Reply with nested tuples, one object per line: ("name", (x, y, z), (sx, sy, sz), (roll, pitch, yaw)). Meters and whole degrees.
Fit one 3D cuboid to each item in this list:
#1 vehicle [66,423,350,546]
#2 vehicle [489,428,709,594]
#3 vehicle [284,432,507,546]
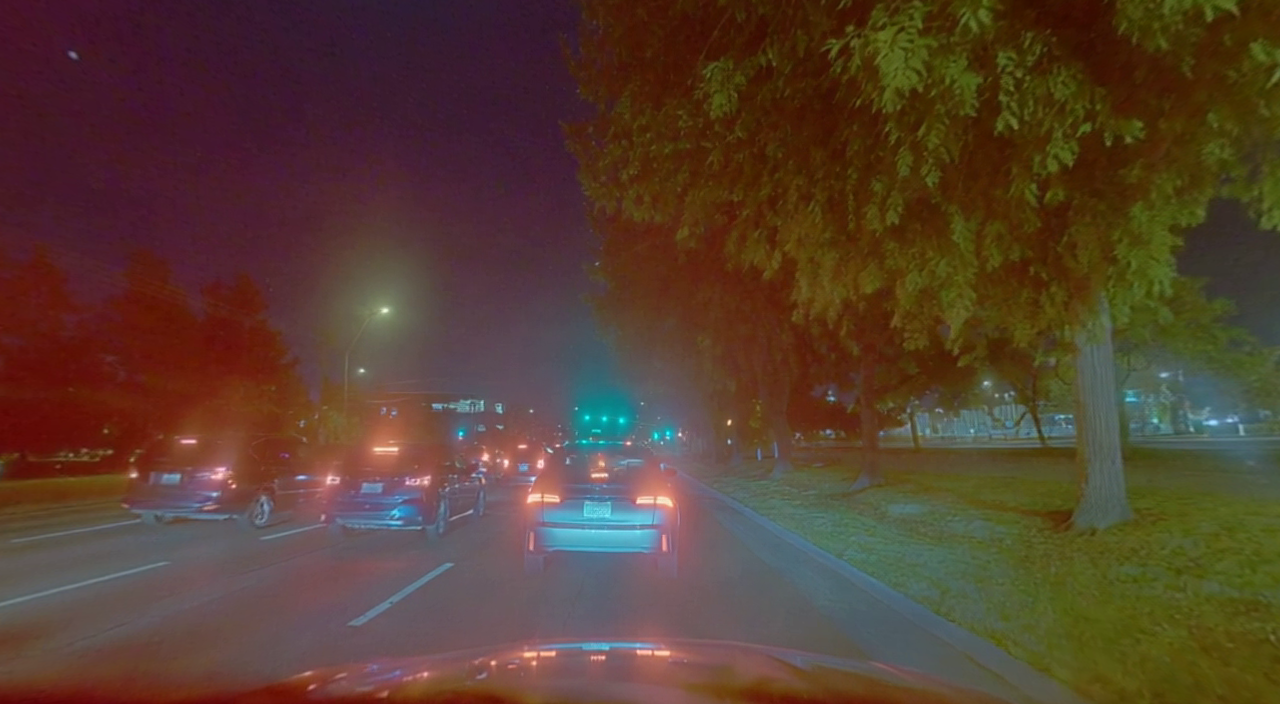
("vehicle", (-7.340, 2.268, 11.460), (2.068, 1.784, 4.224), (0, -9, 1))
("vehicle", (-0.383, 1.804, 8.005), (2.066, 1.544, 3.954), (0, -9, 0))
("vehicle", (-3.805, 2.192, 10.875), (1.913, 1.521, 4.539), (0, -9, 1))
